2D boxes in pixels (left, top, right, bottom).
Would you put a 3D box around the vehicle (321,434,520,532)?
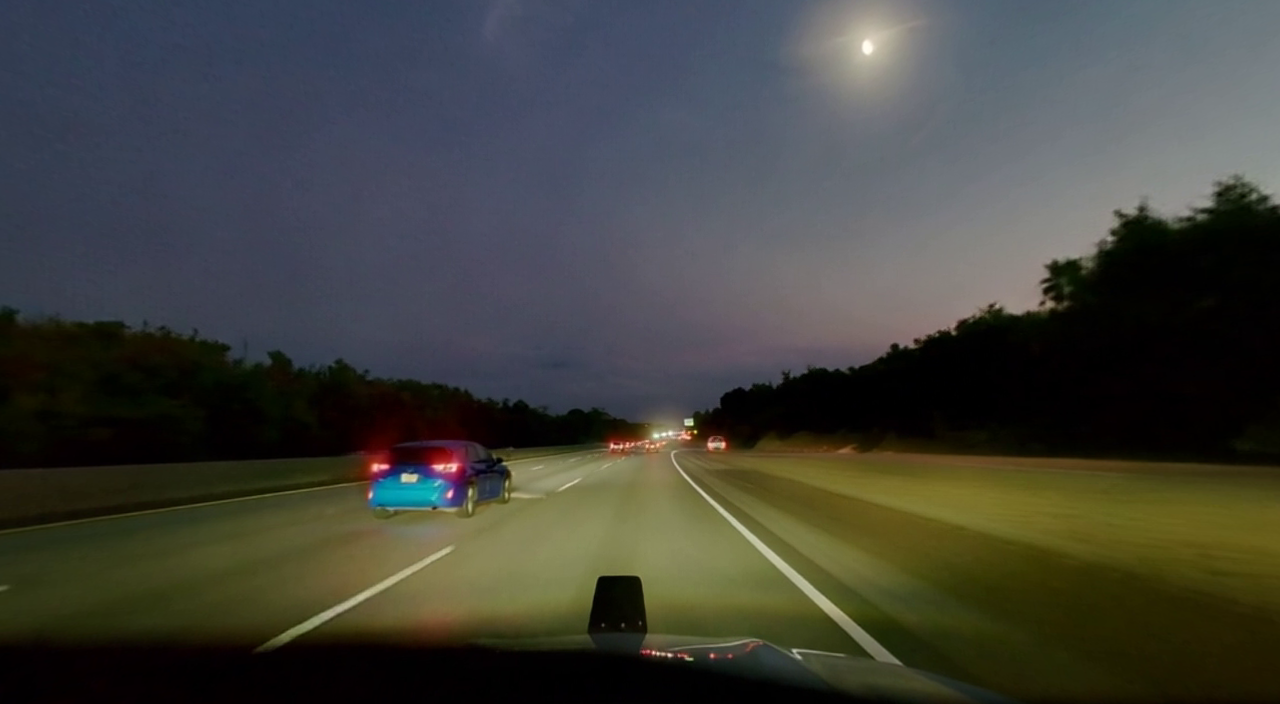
[{"bbox_3d":[-3.745,2.302,11.762,1.996,1.454,4.495,0,-8,2],"label":"vehicle"}]
